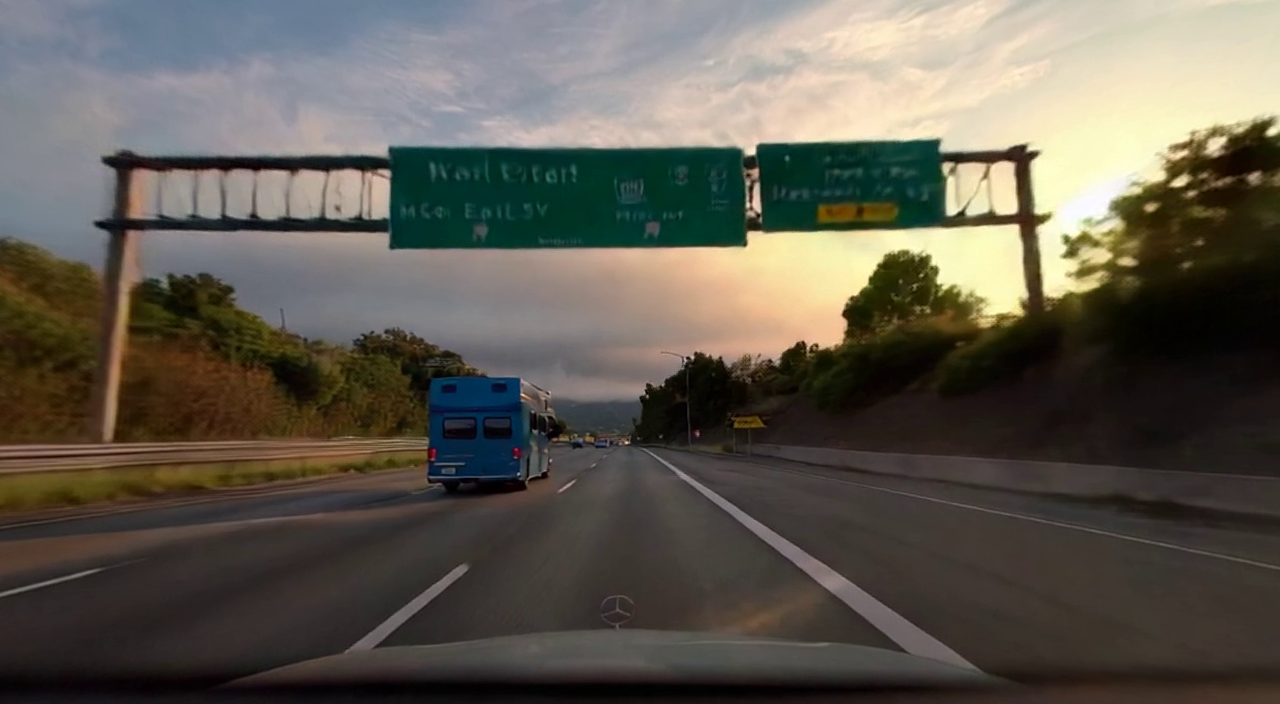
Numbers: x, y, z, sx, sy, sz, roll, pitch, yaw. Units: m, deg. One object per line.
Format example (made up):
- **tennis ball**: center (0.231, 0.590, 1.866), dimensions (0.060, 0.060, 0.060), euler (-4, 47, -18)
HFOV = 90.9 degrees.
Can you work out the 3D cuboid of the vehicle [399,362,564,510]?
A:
- **vehicle**: center (-3.972, 2.328, 17.782), dimensions (2.676, 3.269, 7.388), euler (-1, -7, 0)
